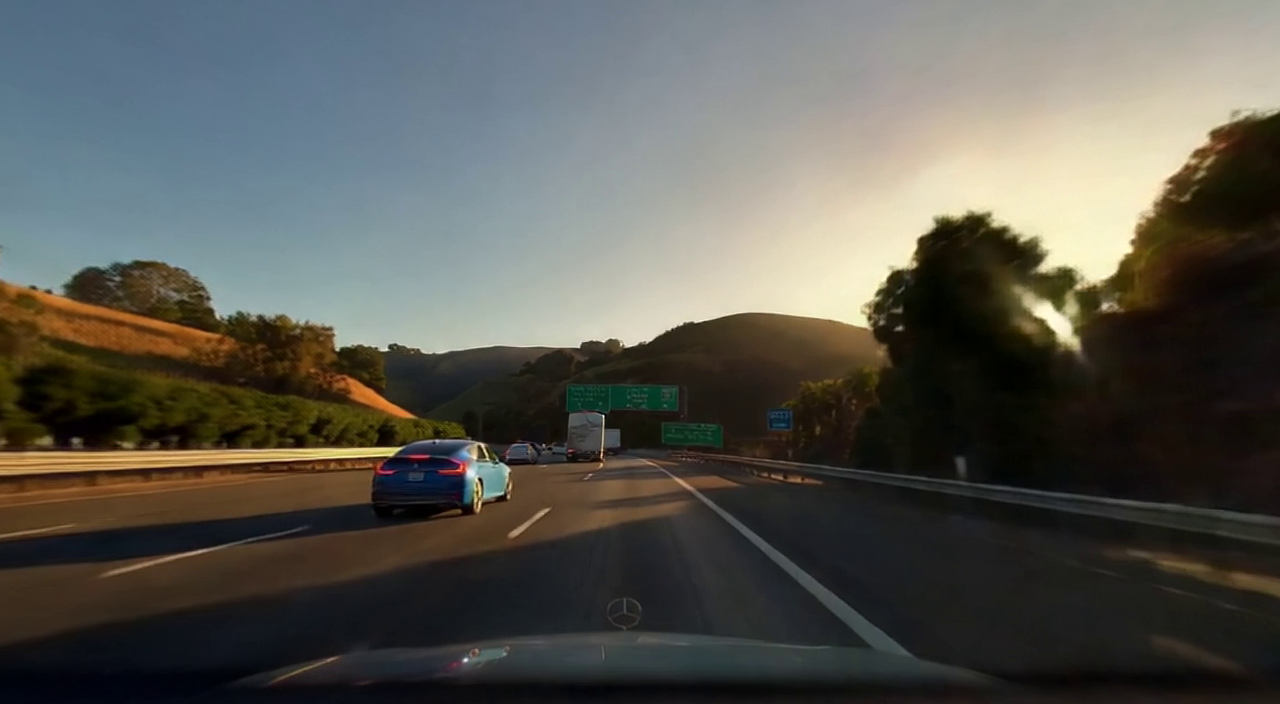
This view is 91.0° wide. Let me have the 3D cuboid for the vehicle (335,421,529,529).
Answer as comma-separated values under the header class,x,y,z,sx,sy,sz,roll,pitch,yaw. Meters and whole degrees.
class,x,y,z,sx,sy,sz,roll,pitch,yaw
vehicle,-3.735,2.313,12.417,2.180,1.685,4.668,0,-9,0
